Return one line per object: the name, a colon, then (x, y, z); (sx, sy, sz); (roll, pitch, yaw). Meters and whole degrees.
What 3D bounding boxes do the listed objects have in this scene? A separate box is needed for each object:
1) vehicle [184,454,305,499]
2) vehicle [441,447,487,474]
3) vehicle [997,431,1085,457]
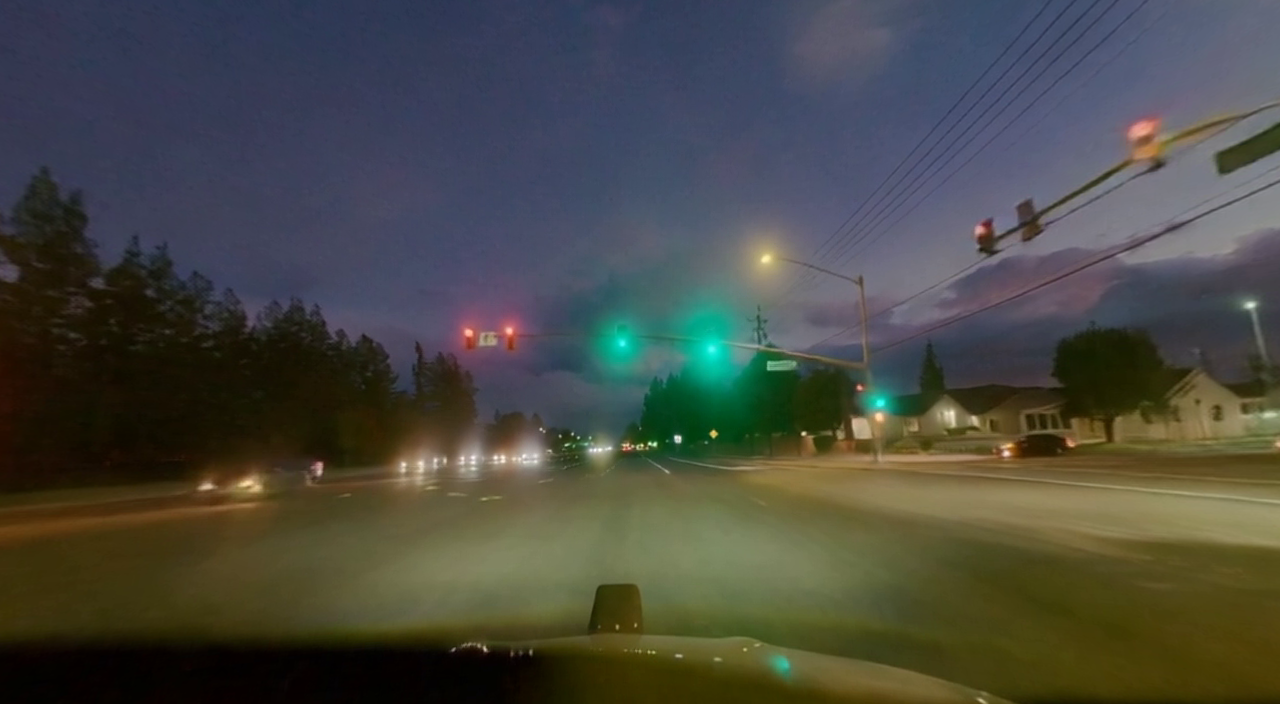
vehicle: (-15.154, 4.761, 24.539); (1.891, 1.484, 4.441); (-1, -9, -1)
vehicle: (-12.169, 7.466, 43.888); (1.912, 1.509, 4.425); (-4, -7, -1)
vehicle: (24.944, 5.755, 39.345); (4.439, 1.454, 1.842); (-7, -10, 34)
